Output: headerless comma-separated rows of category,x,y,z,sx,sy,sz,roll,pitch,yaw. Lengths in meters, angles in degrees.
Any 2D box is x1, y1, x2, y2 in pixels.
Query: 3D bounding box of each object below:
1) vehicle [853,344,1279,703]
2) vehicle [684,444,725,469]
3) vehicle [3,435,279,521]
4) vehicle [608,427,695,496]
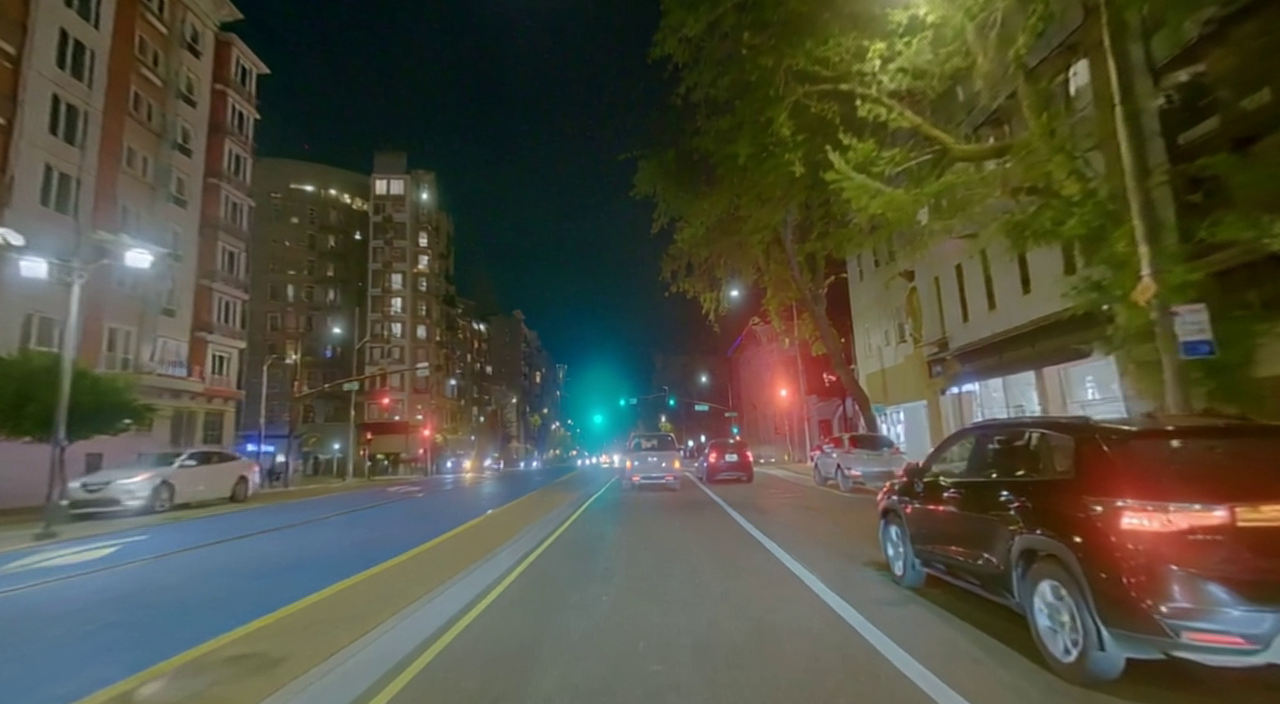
vehicle,3.209,1.132,4.533,1.939,1.746,4.091,0,-9,1
vehicle,3.891,6.409,38.896,2.045,1.465,4.355,0,-9,0
vehicle,-14.093,3.568,18.712,2.640,2.054,6.504,-1,-9,3
vehicle,0.304,3.115,18.233,2.209,1.748,4.130,0,-9,0
